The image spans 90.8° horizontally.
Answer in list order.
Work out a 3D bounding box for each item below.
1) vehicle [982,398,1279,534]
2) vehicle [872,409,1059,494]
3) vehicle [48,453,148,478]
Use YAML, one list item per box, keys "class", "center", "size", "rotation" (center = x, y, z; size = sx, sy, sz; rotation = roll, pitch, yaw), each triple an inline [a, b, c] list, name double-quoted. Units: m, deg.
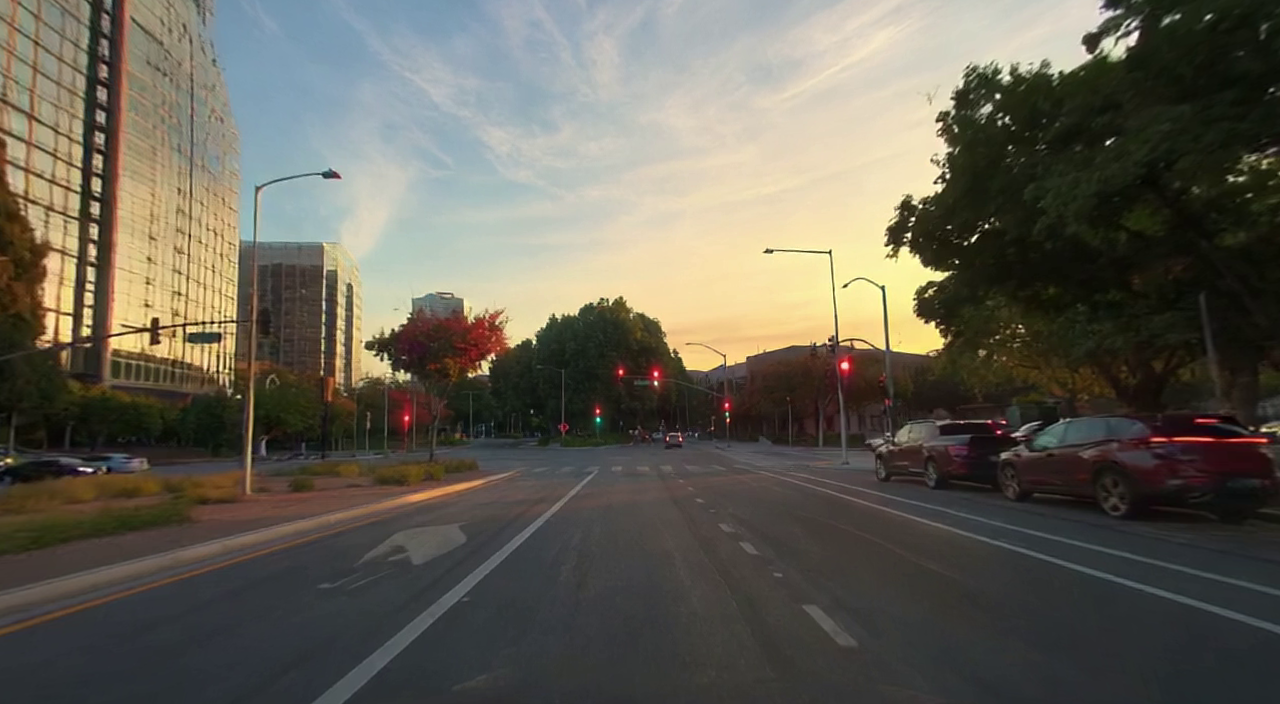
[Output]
- class: "vehicle"
  center: [7.988, 1.792, 10.429]
  size: [2.111, 1.710, 4.725]
  rotation: [-1, -8, 1]
- class: "vehicle"
  center: [8.059, 2.546, 16.367]
  size: [2.100, 1.828, 4.879]
  rotation: [0, -8, -2]
- class: "vehicle"
  center: [-35.399, 7.410, 41.321]
  size: [4.721, 1.464, 1.868]
  rotation: [0, -8, -1]
